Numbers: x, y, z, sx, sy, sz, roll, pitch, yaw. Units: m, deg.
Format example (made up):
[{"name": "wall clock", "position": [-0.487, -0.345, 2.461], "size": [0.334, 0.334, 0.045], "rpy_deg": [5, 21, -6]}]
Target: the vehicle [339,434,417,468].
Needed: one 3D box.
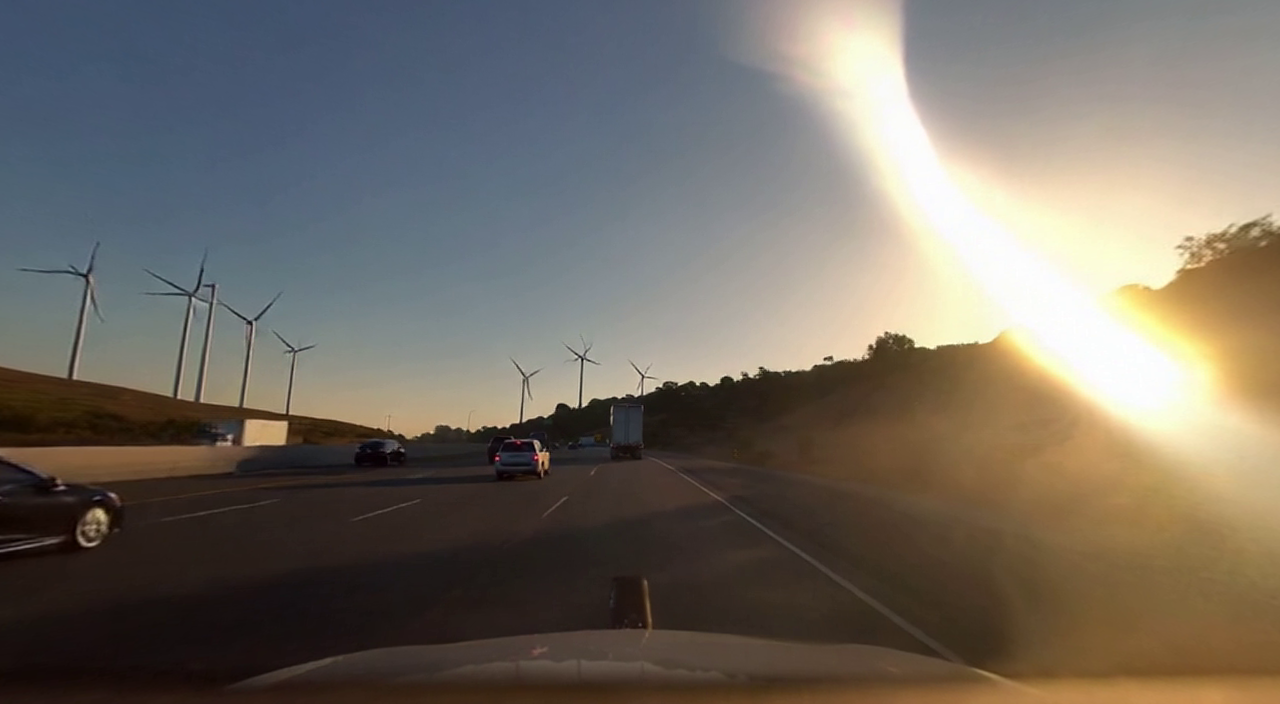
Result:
[{"name": "vehicle", "position": [-15.162, 5.756, 36.760], "size": [2.285, 1.835, 5.672], "rpy_deg": [0, -8, -2]}]

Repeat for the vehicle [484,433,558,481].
[{"name": "vehicle", "position": [-4.458, 3.994, 24.170], "size": [2.109, 1.684, 3.783], "rpy_deg": [0, -8, 0]}]

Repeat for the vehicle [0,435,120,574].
[{"name": "vehicle", "position": [-8.086, 1.539, 5.999], "size": [2.271, 1.488, 4.597], "rpy_deg": [0, -8, 0]}]
